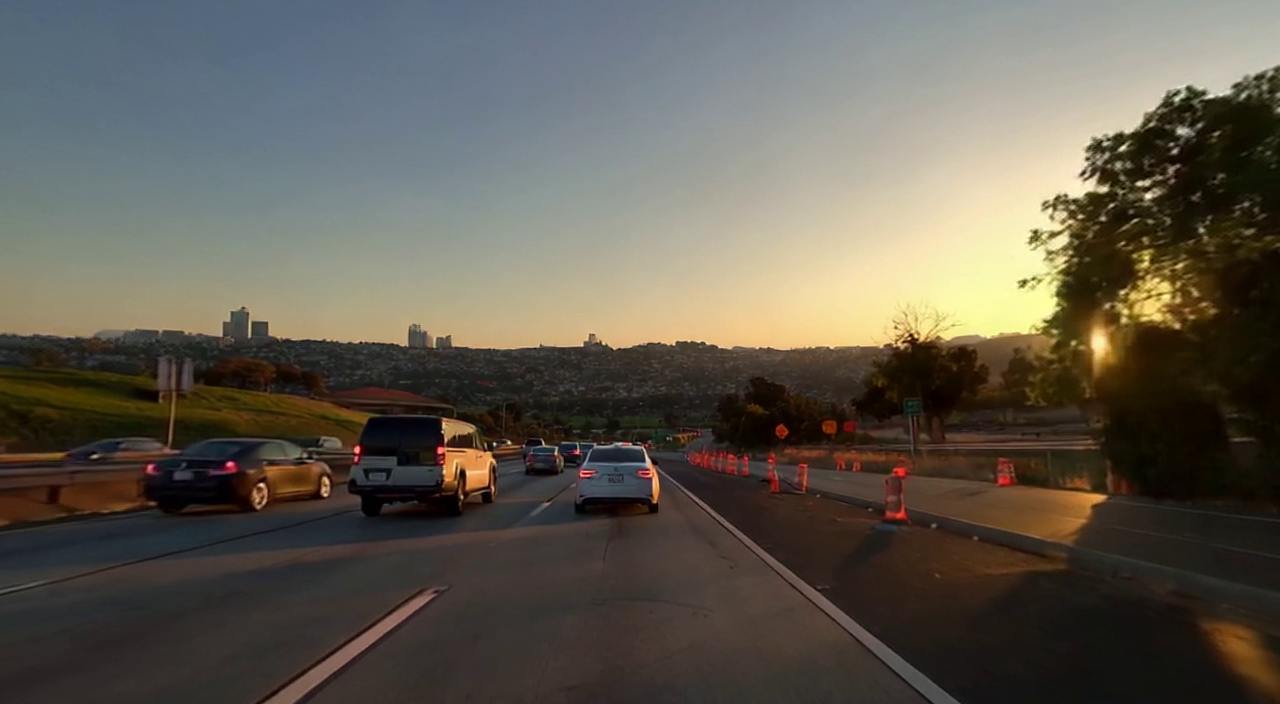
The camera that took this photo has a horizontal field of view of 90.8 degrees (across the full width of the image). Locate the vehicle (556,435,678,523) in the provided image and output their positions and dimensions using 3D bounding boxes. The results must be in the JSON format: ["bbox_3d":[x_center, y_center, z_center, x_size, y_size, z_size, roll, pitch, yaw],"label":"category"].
[{"bbox_3d":[-0.434,2.466,12.815,2.069,1.484,3.918,0,-8,-1],"label":"vehicle"}]

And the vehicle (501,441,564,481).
[{"bbox_3d":[-4.224,4.310,25.341,1.824,1.459,4.007,0,-9,0],"label":"vehicle"}]

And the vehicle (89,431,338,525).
[{"bbox_3d":[-7.974,2.369,12.462,1.930,1.506,4.279,0,-9,0],"label":"vehicle"}]

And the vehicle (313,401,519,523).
[{"bbox_3d":[-4.275,2.262,13.455,2.324,2.012,5.740,0,-9,-1],"label":"vehicle"}]
